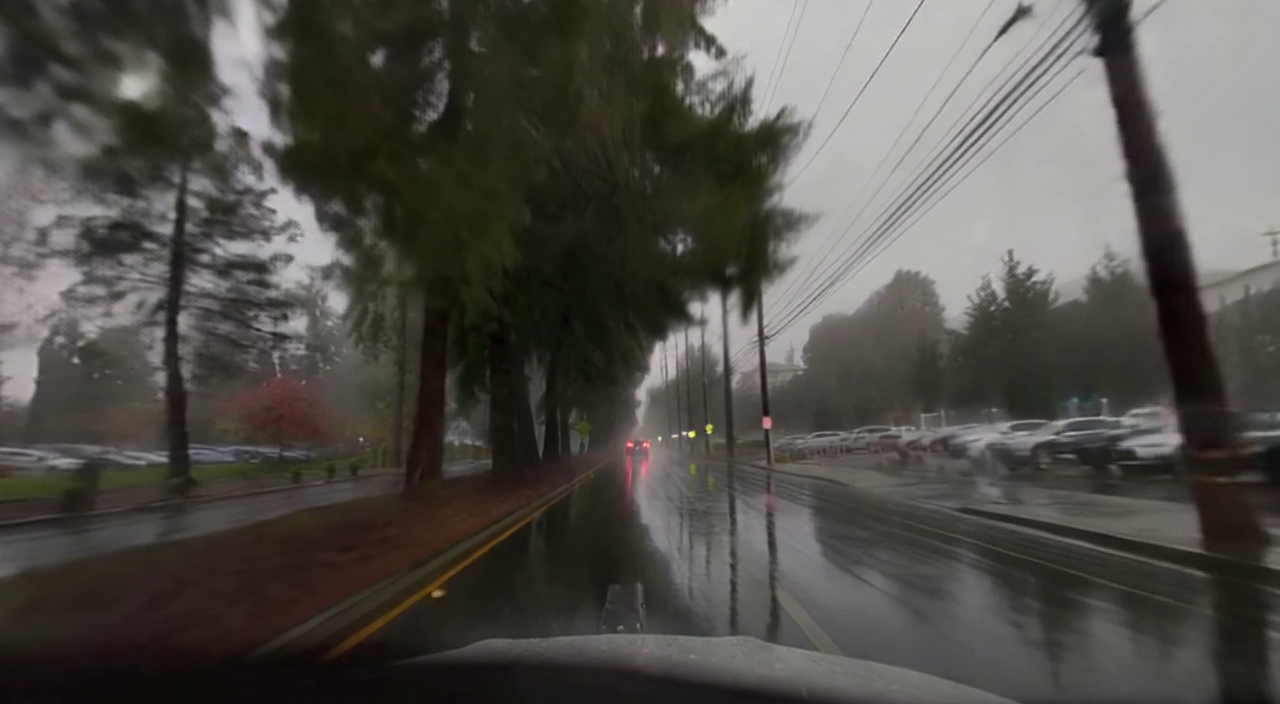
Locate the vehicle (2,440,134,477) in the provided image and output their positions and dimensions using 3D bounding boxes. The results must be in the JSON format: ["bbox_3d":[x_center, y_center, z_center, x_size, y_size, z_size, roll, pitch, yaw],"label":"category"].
[{"bbox_3d":[-33.709,6.259,37.377,5.614,1.886,2.254,-2,-8,0],"label":"vehicle"}]

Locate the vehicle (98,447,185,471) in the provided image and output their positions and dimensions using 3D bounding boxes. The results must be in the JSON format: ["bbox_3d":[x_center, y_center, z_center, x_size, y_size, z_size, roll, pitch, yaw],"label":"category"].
[{"bbox_3d":[-33.392,7.132,42.384,4.207,1.518,1.948,0,-8,1],"label":"vehicle"}]
